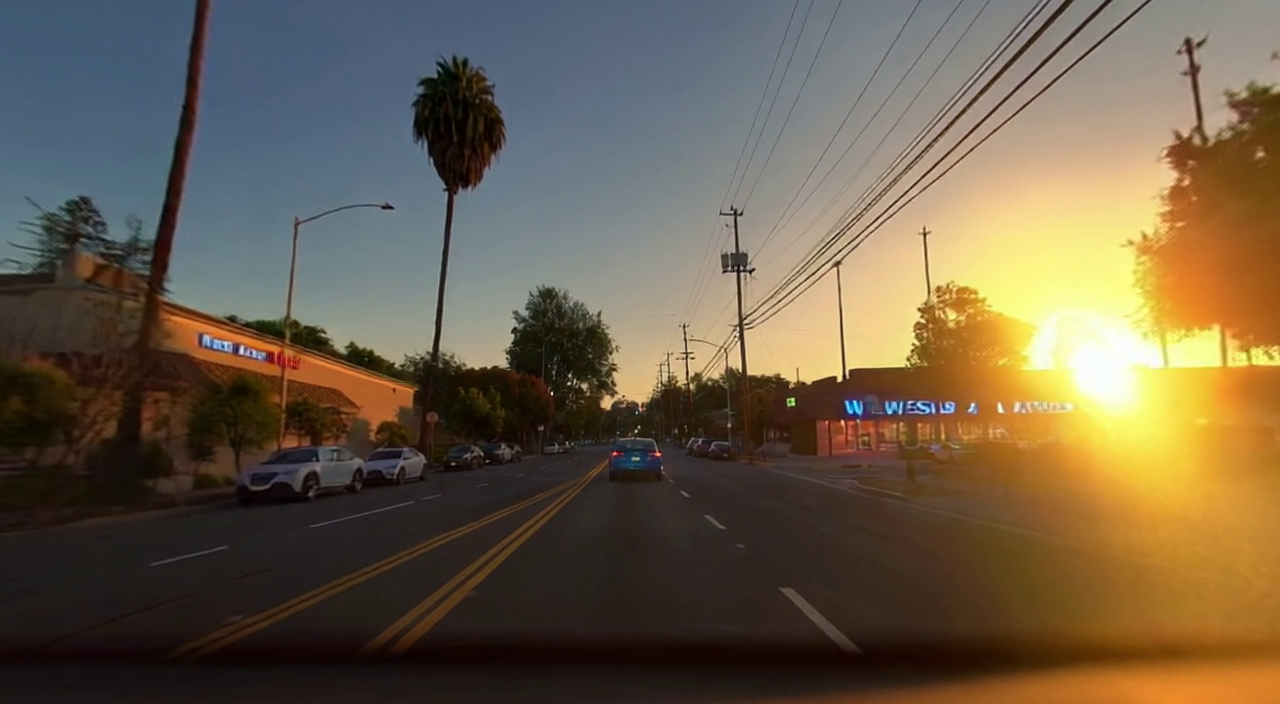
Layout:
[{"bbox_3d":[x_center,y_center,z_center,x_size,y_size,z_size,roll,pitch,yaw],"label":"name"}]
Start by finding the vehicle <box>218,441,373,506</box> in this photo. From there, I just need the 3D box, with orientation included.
[{"bbox_3d":[-10.161,3.583,19.117,2.075,1.693,4.696,0,-8,-1],"label":"vehicle"}]

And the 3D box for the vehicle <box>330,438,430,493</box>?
[{"bbox_3d":[-10.184,4.434,25.152,1.992,1.744,4.896,-1,-6,-1],"label":"vehicle"}]

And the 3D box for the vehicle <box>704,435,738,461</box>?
[{"bbox_3d":[5.989,7.175,47.009,2.005,1.775,4.324,0,-9,0],"label":"vehicle"}]

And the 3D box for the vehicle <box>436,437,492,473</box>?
[{"bbox_3d":[-10.081,5.925,36.406,1.958,1.937,4.114,-1,-8,2],"label":"vehicle"}]

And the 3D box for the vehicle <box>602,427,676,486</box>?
[{"bbox_3d":[-0.103,3.561,21.673,2.264,1.798,4.563,0,-8,-2],"label":"vehicle"}]
